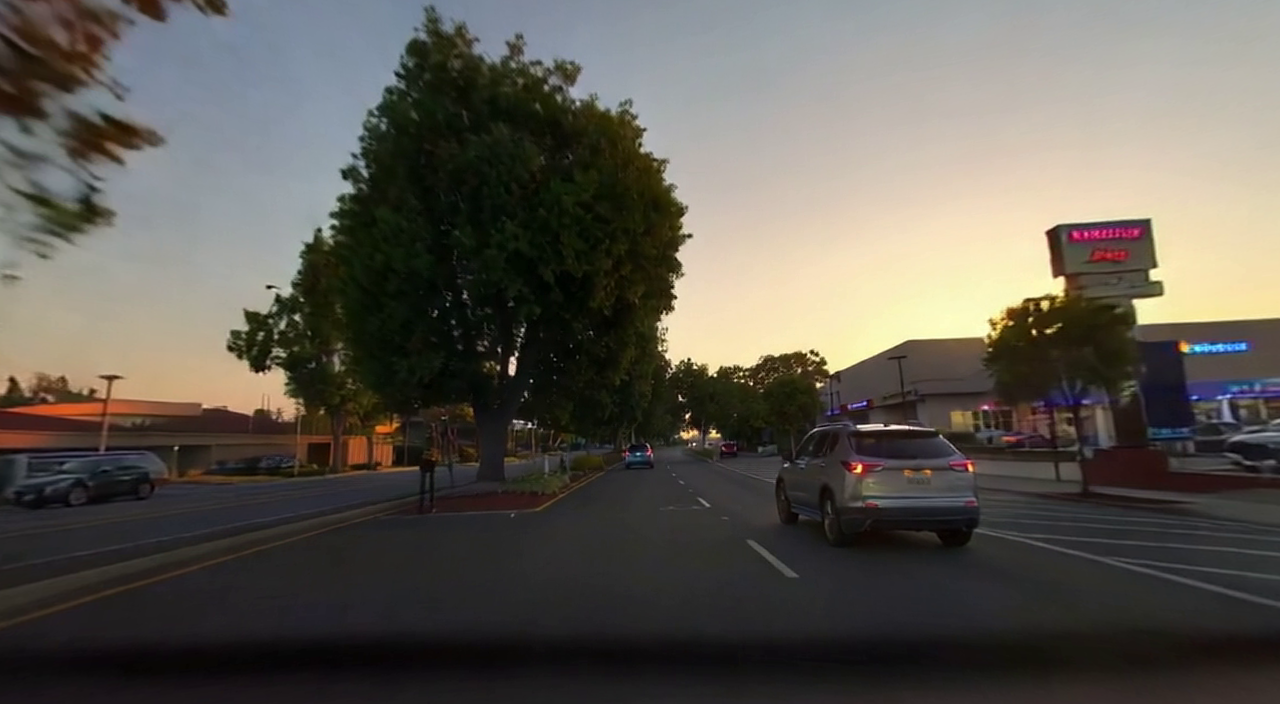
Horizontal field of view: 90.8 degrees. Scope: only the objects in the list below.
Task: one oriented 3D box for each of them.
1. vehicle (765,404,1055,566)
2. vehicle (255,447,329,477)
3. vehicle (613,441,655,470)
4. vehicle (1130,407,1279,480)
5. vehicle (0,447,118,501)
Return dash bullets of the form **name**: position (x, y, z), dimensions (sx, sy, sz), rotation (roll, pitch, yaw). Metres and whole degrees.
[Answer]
- **vehicle**: position (3.307, 1.735, 8.975), dimensions (2.110, 1.698, 4.397), rotation (0, -8, -1)
- **vehicle**: position (-25.475, 8.058, 46.203), dimensions (5.851, 1.918, 2.142), rotation (-8, -9, 32)
- **vehicle**: position (-0.301, 5.619, 34.477), dimensions (2.126, 1.475, 3.967), rotation (0, -8, 0)
- **vehicle**: position (19.310, 2.844, 20.162), dimensions (5.704, 2.047, 2.413), rotation (-1, -9, -11)
- **vehicle**: position (-25.457, 5.074, 26.128), dimensions (5.437, 1.926, 2.310), rotation (-1, -8, -16)
